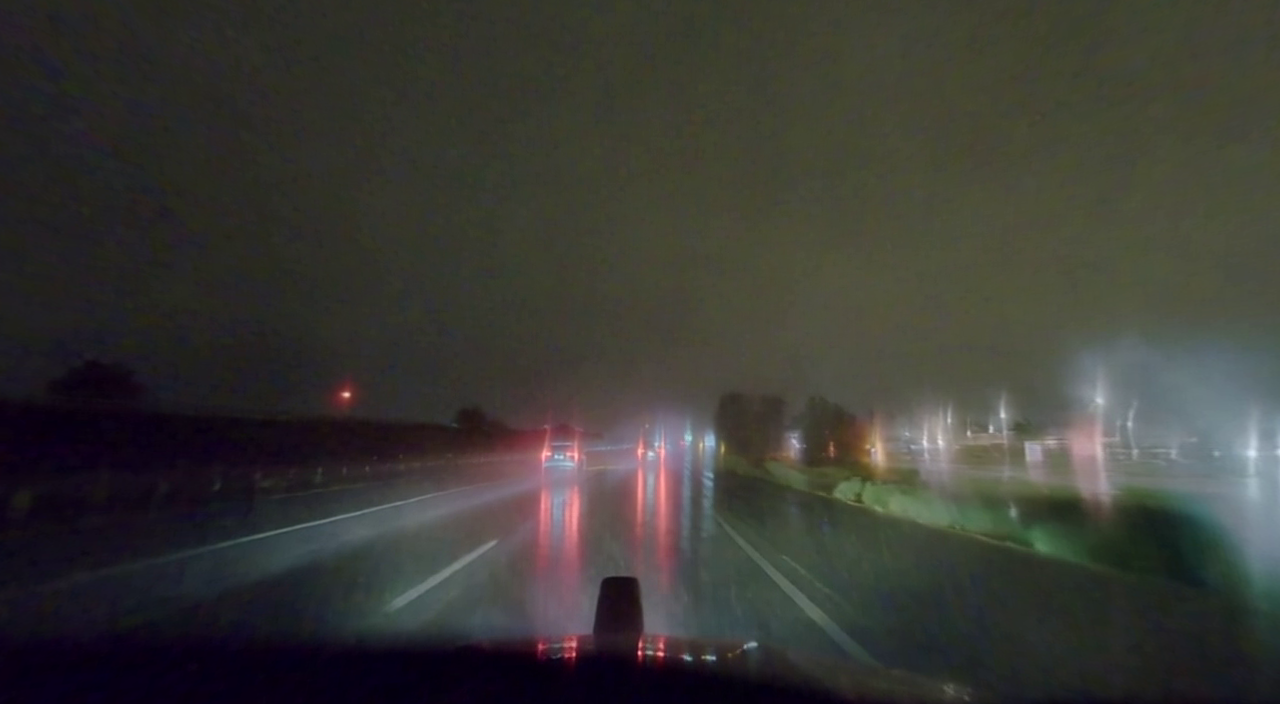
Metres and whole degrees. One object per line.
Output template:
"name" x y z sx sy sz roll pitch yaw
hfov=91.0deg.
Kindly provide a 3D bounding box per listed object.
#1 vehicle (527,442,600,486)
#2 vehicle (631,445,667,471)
"vehicle" -2.851 4.311 24.517 2.129 1.563 4.387 0 -9 2
"vehicle" 0.582 6.637 39.596 2.129 1.502 4.321 0 -9 2
